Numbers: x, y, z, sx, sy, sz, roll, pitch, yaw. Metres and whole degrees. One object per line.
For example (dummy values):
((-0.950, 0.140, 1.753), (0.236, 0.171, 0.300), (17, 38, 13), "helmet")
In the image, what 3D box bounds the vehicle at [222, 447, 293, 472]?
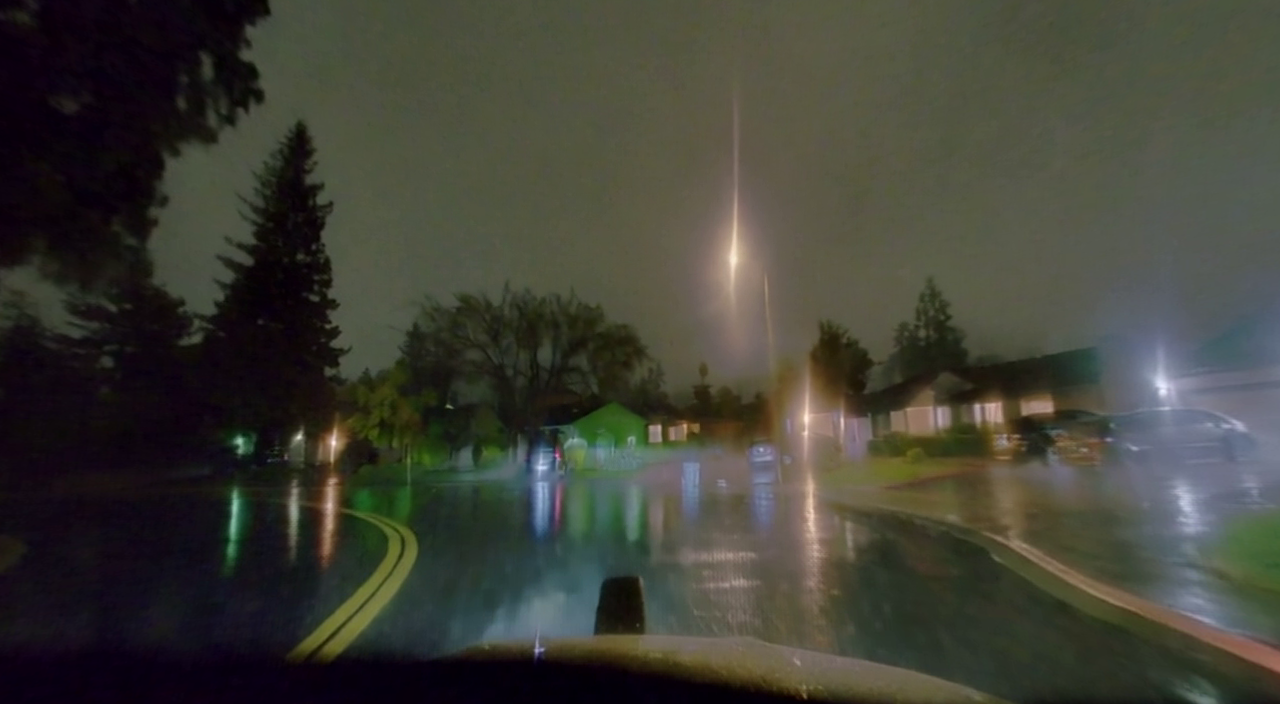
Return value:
((-24.546, 6.895, 40.747), (1.933, 1.477, 4.361), (0, -9, -1), "vehicle")

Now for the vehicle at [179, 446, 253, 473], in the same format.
((-27.194, 6.898, 40.712), (2.042, 1.633, 4.132), (0, -9, -3), "vehicle")

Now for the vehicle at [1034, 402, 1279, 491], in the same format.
((11.793, 2.127, 14.296), (4.327, 1.573, 1.967), (-4, -9, 0), "vehicle")

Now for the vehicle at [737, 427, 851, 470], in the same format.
((7.018, 4.347, 28.622), (4.799, 1.451, 2.144), (0, -7, -32), "vehicle")

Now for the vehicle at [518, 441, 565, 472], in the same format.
((-5.443, 5.786, 35.374), (1.819, 1.442, 4.329), (-1, -6, 2), "vehicle")
